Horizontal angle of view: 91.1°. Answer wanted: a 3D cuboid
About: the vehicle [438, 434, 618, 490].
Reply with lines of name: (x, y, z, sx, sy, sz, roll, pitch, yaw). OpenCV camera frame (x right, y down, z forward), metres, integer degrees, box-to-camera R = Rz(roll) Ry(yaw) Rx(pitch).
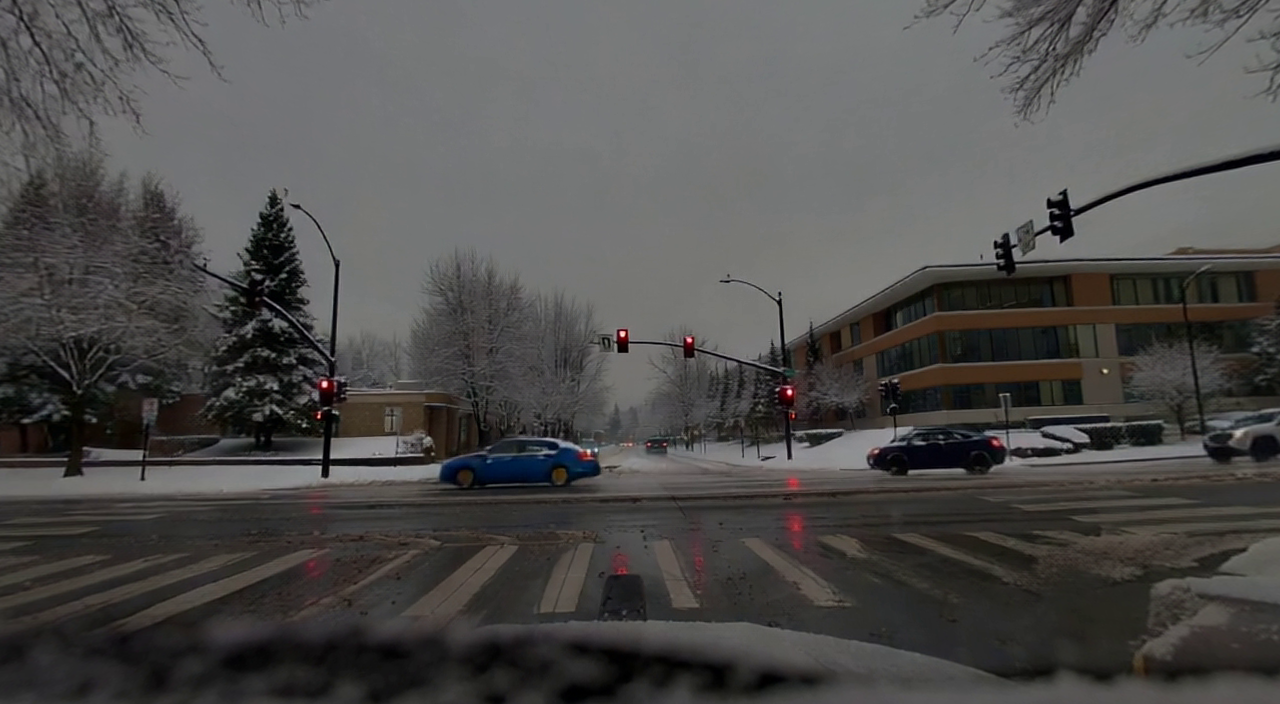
vehicle: (-2.959, 3.021, 17.398, 4.613, 1.443, 1.883, 0, -8, 0)

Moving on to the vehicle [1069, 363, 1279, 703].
vehicle: (2.890, 0.672, 0.832, 1.947, 1.576, 3.825, 0, -8, 1)

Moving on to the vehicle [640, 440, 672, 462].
vehicle: (1.118, 7.165, 45.556, 2.031, 1.442, 4.446, 0, -8, -3)

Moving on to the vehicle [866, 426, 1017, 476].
vehicle: (10.539, 3.506, 22.367, 4.551, 1.625, 2.053, -3, -9, 19)
